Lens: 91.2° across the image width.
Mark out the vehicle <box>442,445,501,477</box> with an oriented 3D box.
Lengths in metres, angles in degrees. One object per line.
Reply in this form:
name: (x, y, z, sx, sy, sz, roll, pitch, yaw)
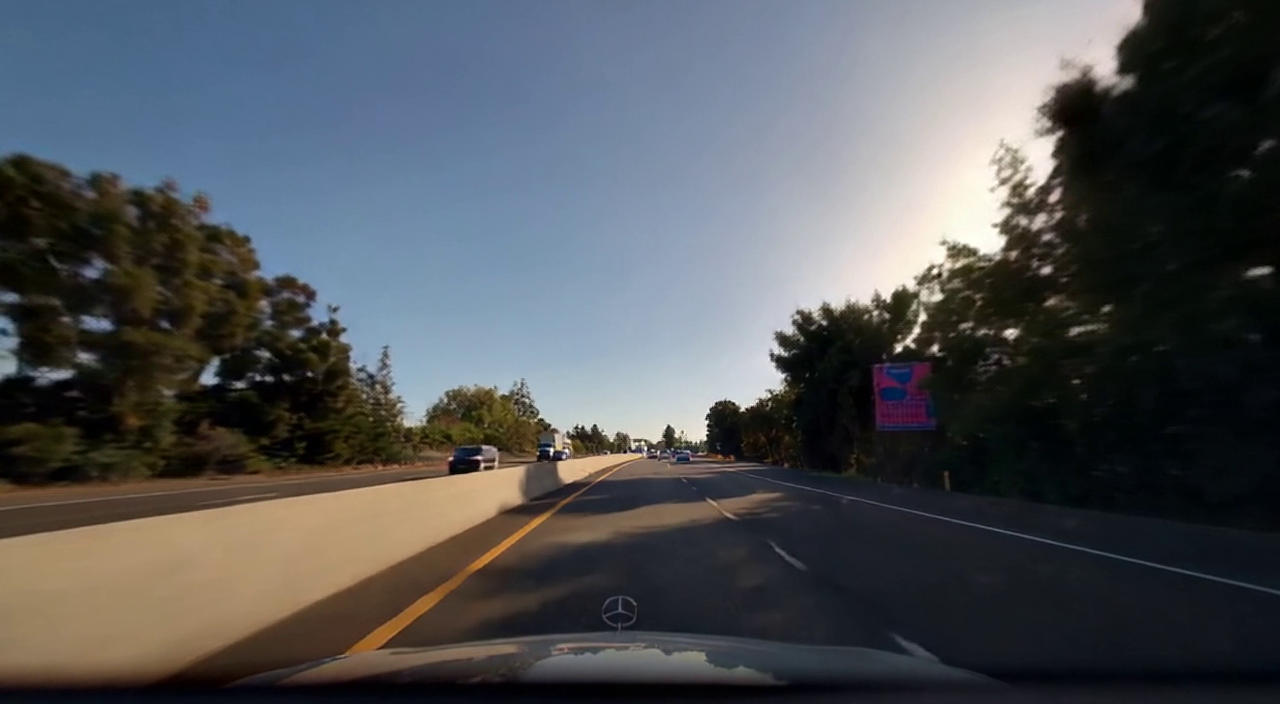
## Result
vehicle: (-9.156, 5.935, 34.330, 2.028, 1.607, 4.273, 0, -9, 0)
